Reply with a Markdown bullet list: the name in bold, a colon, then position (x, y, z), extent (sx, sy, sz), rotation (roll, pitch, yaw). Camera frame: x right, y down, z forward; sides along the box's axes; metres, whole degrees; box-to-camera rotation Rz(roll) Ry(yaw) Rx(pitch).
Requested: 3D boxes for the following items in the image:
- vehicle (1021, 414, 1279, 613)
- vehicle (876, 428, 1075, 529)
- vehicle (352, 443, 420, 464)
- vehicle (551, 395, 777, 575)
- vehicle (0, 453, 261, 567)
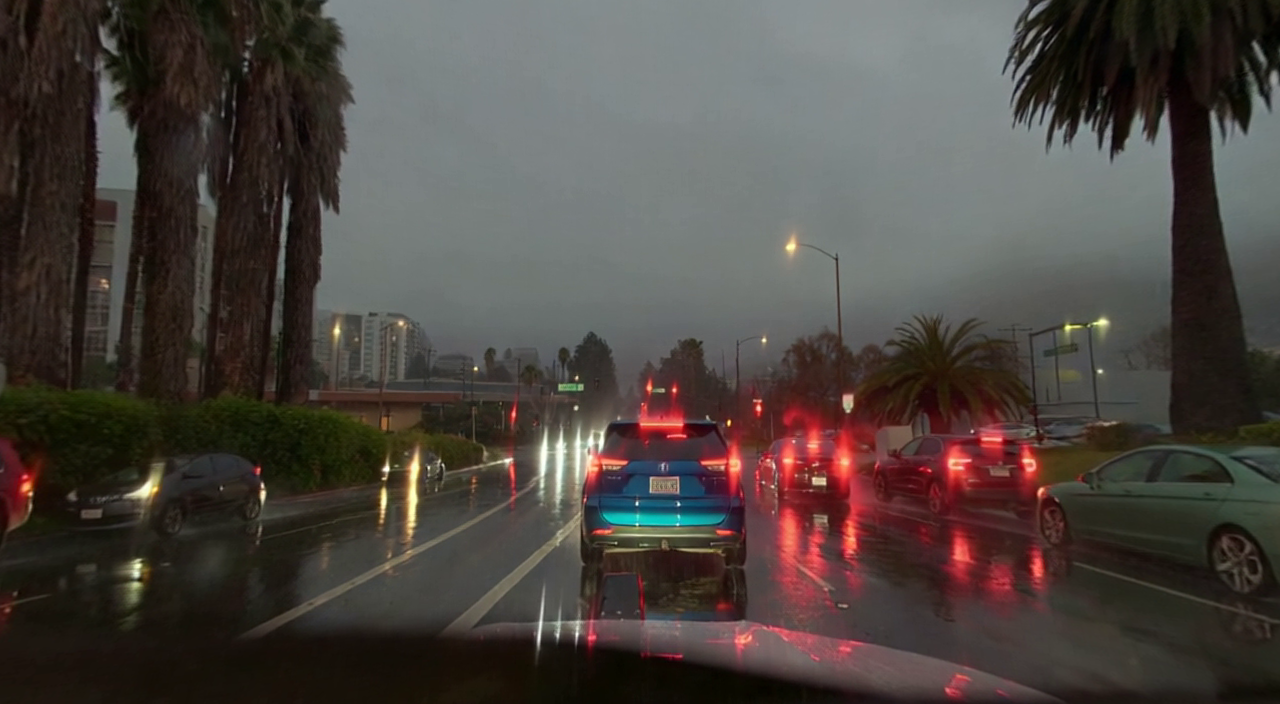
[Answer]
- **vehicle**: position (6.440, 1.602, 6.937), extent (1.935, 1.672, 4.139), rotation (0, -8, 1)
- **vehicle**: position (6.667, 2.529, 13.244), extent (1.930, 1.736, 4.329), rotation (-1, -8, 3)
- **vehicle**: position (-18.724, 7.486, 46.653), extent (1.759, 1.457, 4.297), rotation (-7, -11, 39)
- **vehicle**: position (0.260, 1.656, 8.563), extent (2.264, 1.798, 4.258), rotation (0, -8, 1)
- **vehicle**: position (-9.576, 2.793, 11.900), extent (2.054, 1.467, 4.595), rotation (-3, -7, 0)
